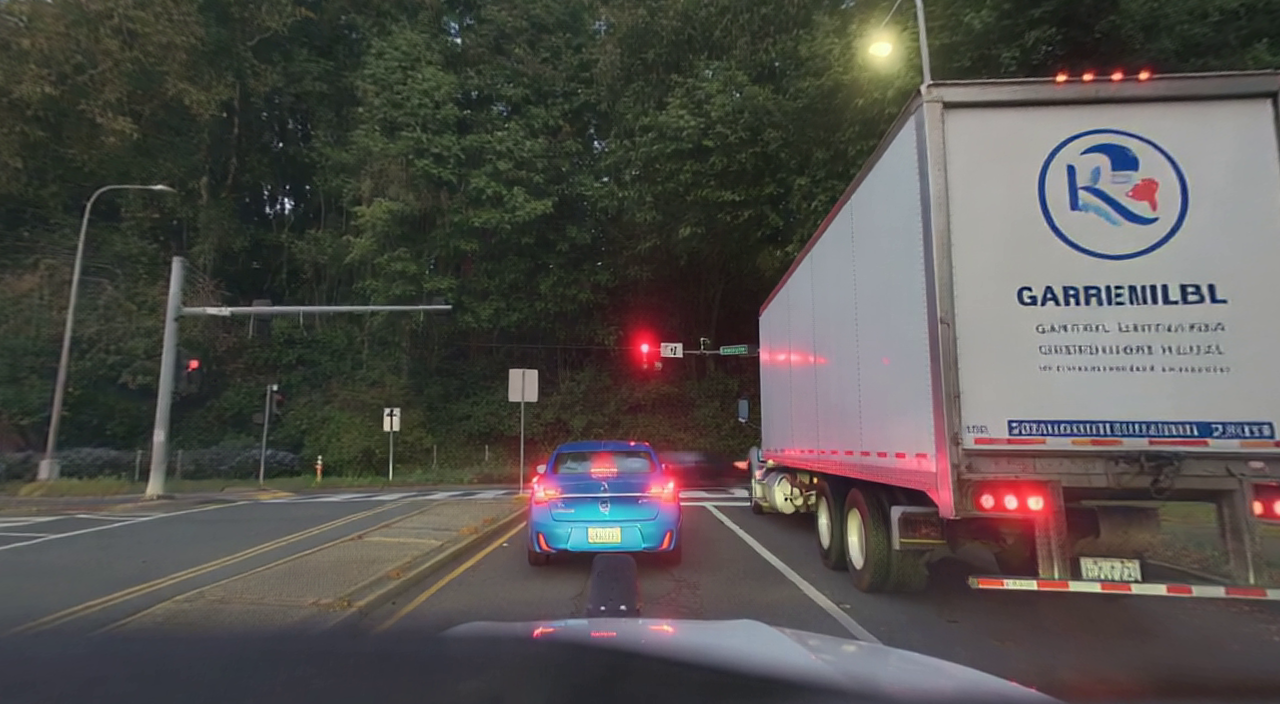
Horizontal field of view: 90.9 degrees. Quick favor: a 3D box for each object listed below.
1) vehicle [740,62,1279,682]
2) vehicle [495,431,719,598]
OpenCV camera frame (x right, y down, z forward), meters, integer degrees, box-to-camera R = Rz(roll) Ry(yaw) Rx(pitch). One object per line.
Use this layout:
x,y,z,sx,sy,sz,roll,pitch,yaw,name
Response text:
3.514,0.732,8.621,2.884,3.753,9.763,0,-9,1,vehicle
-0.327,1.715,7.425,1.975,1.457,3.526,0,-9,-1,vehicle
